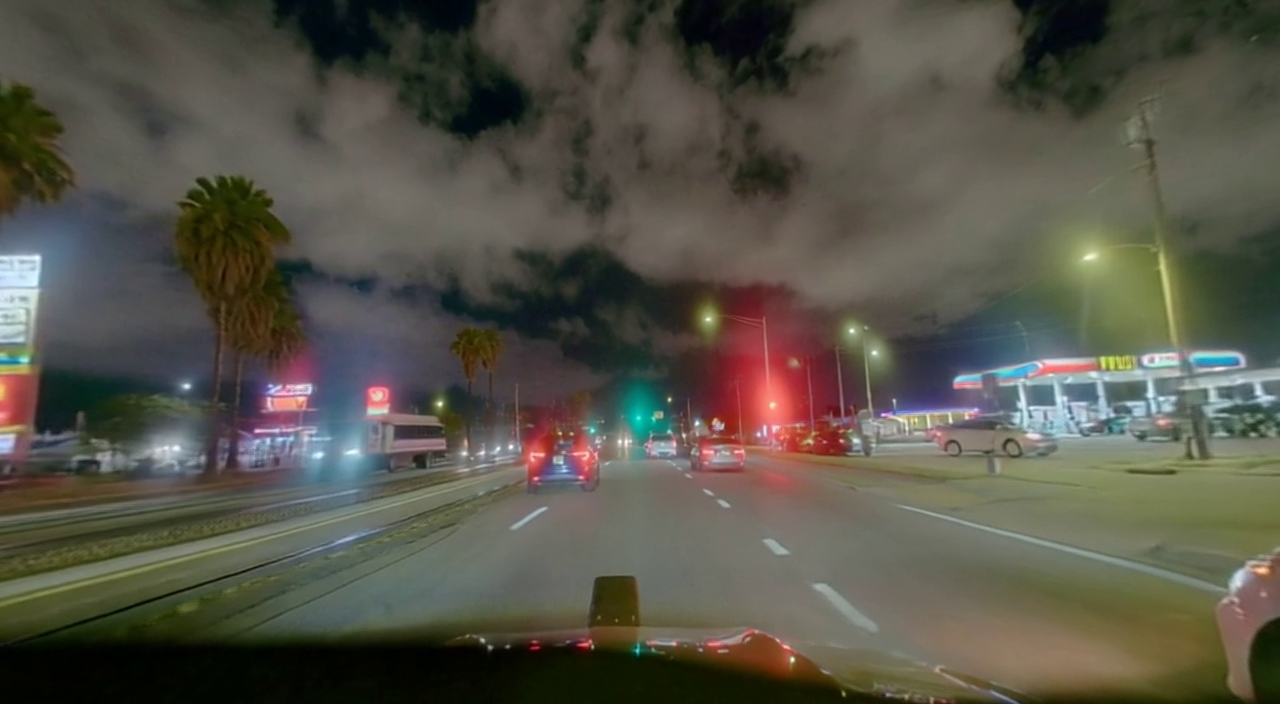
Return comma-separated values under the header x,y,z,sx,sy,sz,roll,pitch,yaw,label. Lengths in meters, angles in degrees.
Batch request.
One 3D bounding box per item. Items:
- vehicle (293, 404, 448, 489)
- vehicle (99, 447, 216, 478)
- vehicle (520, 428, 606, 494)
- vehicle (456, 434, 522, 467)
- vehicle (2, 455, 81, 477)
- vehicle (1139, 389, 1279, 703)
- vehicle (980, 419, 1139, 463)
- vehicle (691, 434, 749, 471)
x,y,z,sx,sy,sz,roll,pitch,yaw,label
-11.016,3.958,27.074,2.662,2.995,8.344,1,-7,2,vehicle
-30.208,6.941,39.687,5.349,1.859,2.259,0,-10,-1,vehicle
-2.004,2.900,17.135,2.021,1.550,4.090,1,-9,-5,vehicle
-9.256,6.100,39.207,2.169,1.853,4.853,-2,-9,9,vehicle
-41.698,7.925,44.076,3.718,1.436,1.749,0,-9,1,vehicle
3.422,0.658,0.893,1.987,1.474,4.198,0,-9,0,vehicle
14.610,3.138,22.185,4.293,1.438,1.773,0,-9,1,vehicle
3.347,4.308,27.162,1.889,1.448,4.262,0,-9,-1,vehicle
